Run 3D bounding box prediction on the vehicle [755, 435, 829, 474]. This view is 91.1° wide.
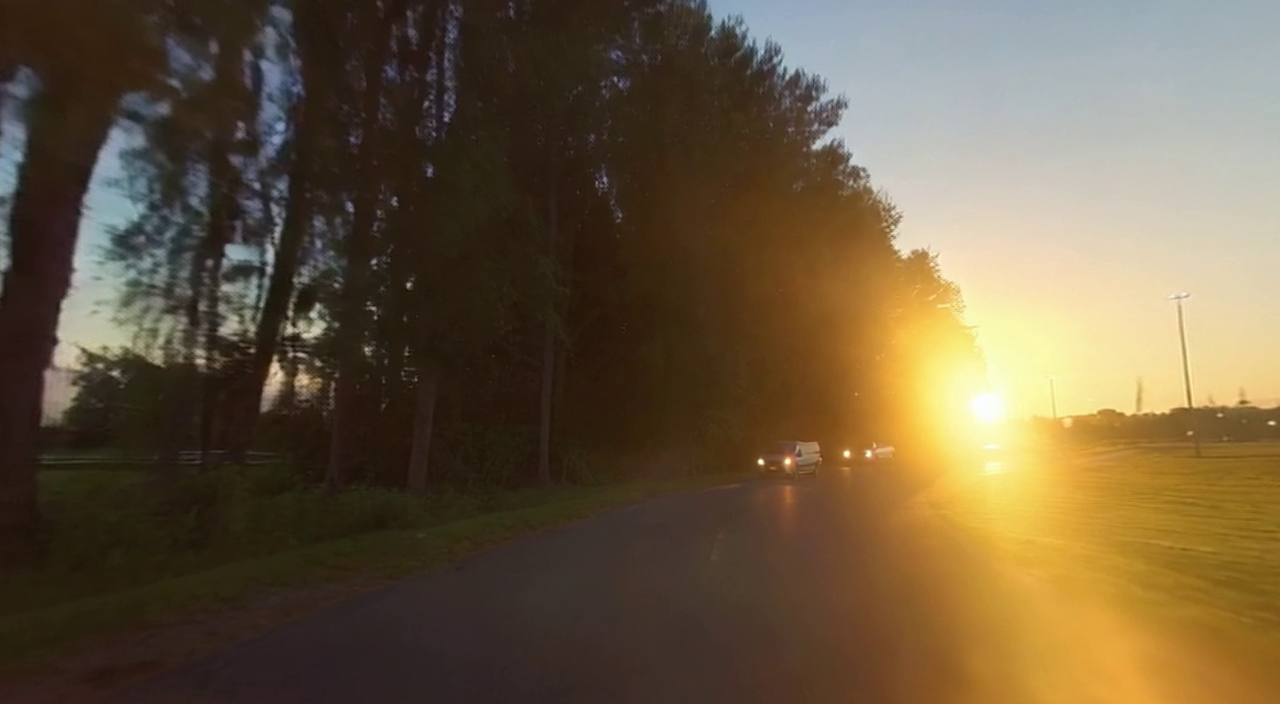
[{"bbox_3d":[7.728,5.152,31.705,1.988,1.789,4.257,-5,-10,38],"label":"vehicle"}]
